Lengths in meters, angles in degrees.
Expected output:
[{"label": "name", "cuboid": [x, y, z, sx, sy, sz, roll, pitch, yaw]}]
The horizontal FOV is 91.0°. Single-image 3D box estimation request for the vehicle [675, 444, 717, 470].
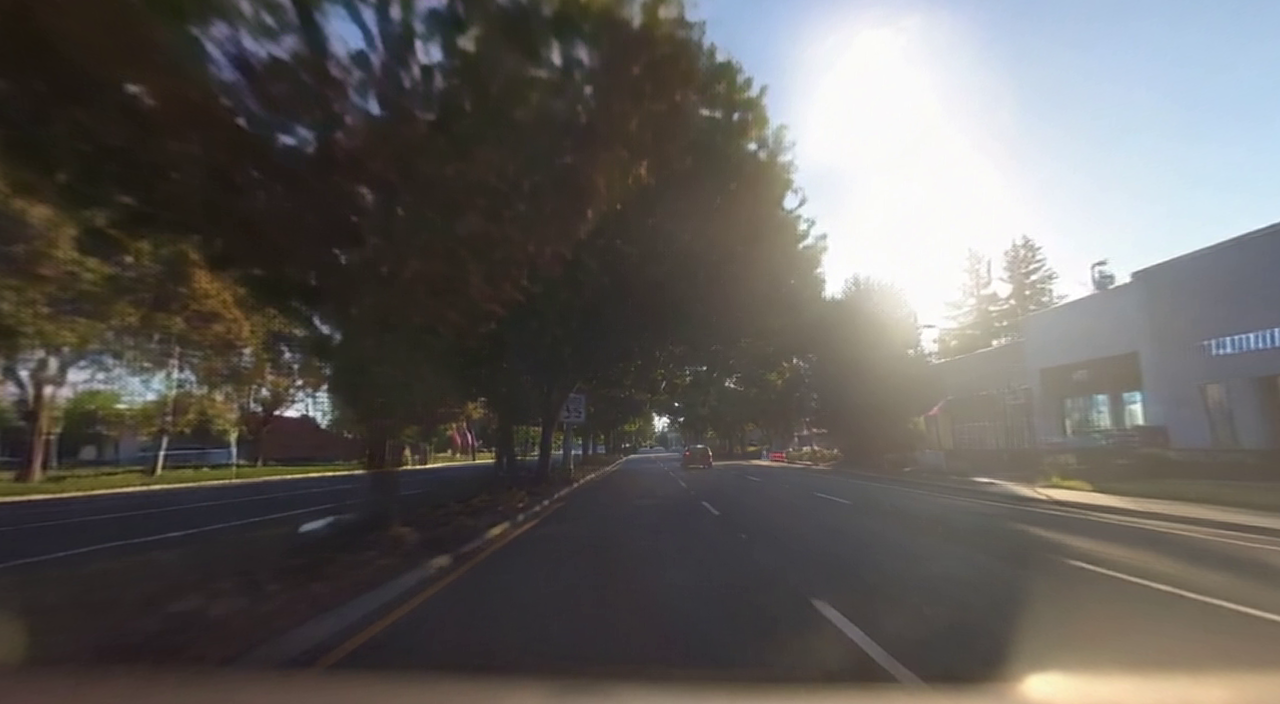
[{"label": "vehicle", "cuboid": [3.359, 6.412, 38.679, 2.015, 1.479, 4.444, 0, -9, -2]}]
